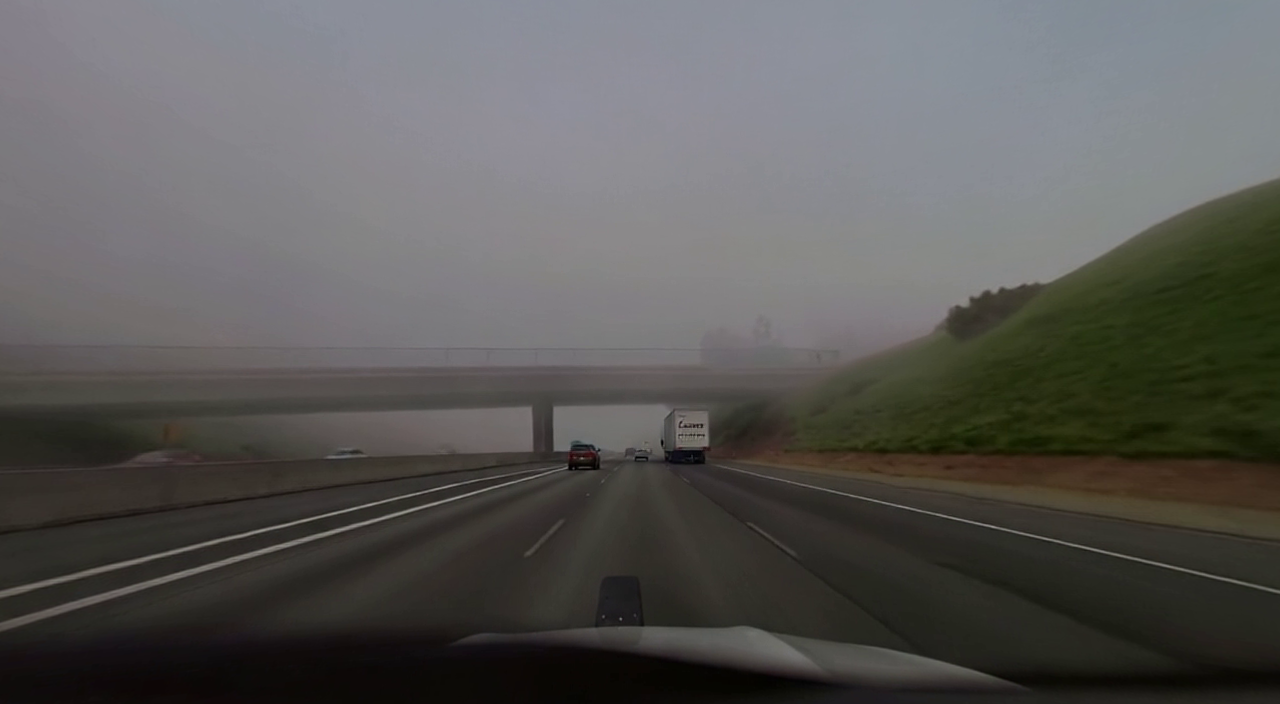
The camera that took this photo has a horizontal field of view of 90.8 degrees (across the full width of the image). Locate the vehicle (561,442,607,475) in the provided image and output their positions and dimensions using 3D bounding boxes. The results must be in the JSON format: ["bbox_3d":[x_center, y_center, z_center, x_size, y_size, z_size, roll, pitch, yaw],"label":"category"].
[{"bbox_3d":[-2.926,5.713,34.029,2.052,1.654,4.303,0,-9,0],"label":"vehicle"}]
